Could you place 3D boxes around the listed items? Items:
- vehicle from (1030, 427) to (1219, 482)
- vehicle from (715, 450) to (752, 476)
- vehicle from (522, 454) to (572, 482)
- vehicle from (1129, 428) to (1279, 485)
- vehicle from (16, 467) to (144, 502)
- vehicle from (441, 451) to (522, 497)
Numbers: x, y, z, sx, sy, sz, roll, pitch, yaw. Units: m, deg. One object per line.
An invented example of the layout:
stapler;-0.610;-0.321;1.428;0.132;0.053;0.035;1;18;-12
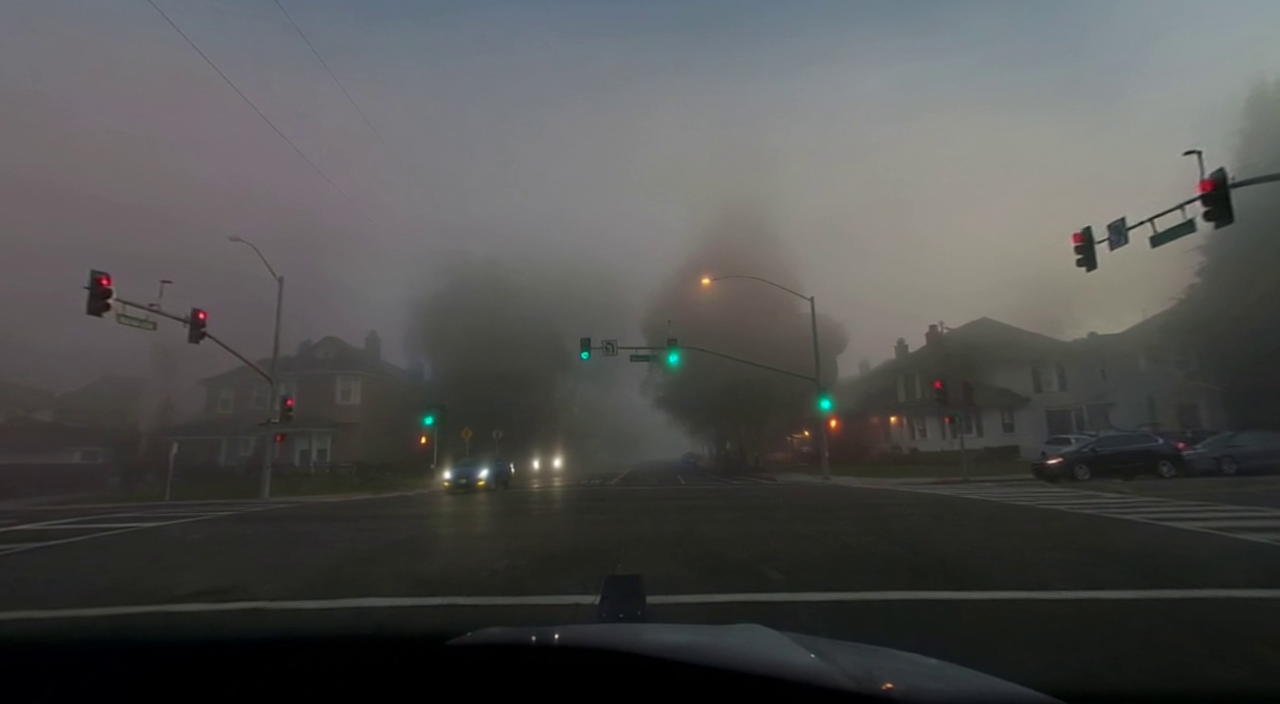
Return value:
vehicle;16.011;3.429;21.113;4.452;1.711;2.186;0;-9;1
vehicle;6.204;7.340;42.167;1.891;1.611;4.269;0;-9;1
vehicle;-5.912;7.426;40.753;2.270;1.605;4.958;-2;-9;3
vehicle;16.953;2.963;18.002;4.345;1.517;1.913;0;-9;2
vehicle;-30.107;7.108;34.235;2.106;1.586;5.009;-1;-9;4
vehicle;-6.350;4.896;25.843;1.982;1.686;4.195;-1;-9;3
